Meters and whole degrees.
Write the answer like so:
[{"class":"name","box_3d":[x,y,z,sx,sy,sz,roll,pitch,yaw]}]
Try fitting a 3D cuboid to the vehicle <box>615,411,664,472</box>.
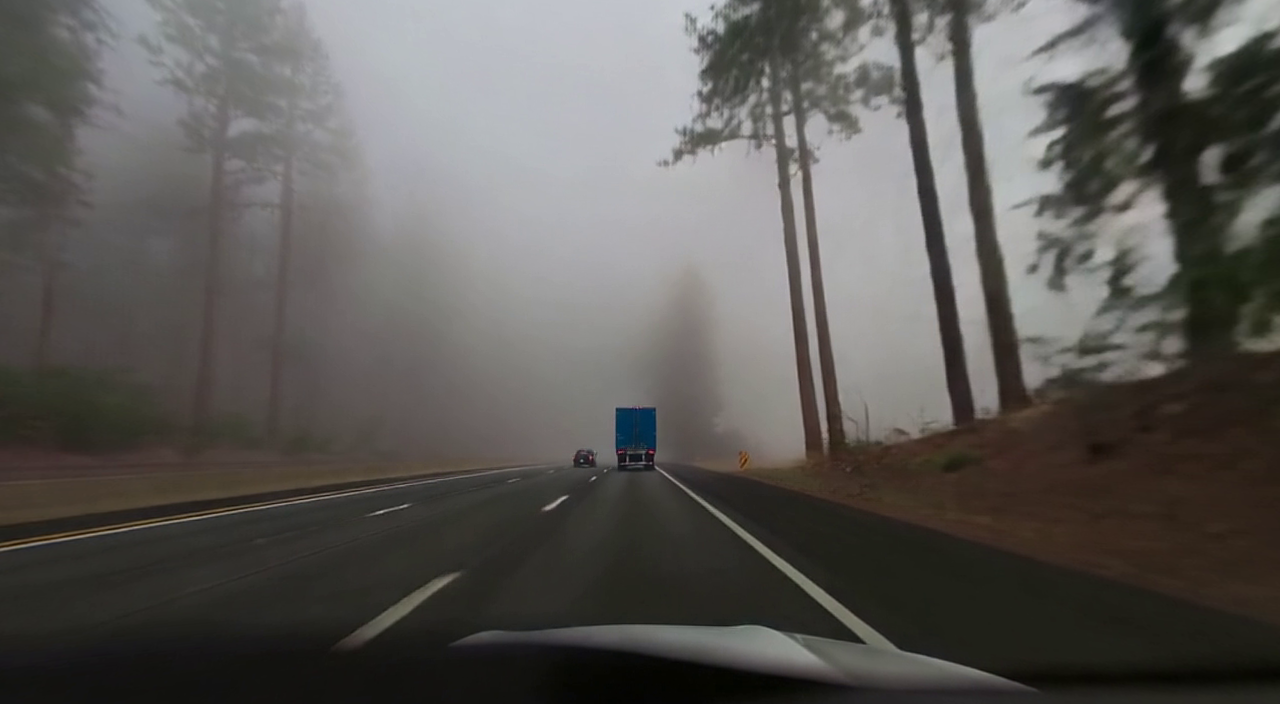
[{"class":"vehicle","box_3d":[-0.102,7.044,49.593,3.320,4.173,11.889,0,-8,-1]}]
